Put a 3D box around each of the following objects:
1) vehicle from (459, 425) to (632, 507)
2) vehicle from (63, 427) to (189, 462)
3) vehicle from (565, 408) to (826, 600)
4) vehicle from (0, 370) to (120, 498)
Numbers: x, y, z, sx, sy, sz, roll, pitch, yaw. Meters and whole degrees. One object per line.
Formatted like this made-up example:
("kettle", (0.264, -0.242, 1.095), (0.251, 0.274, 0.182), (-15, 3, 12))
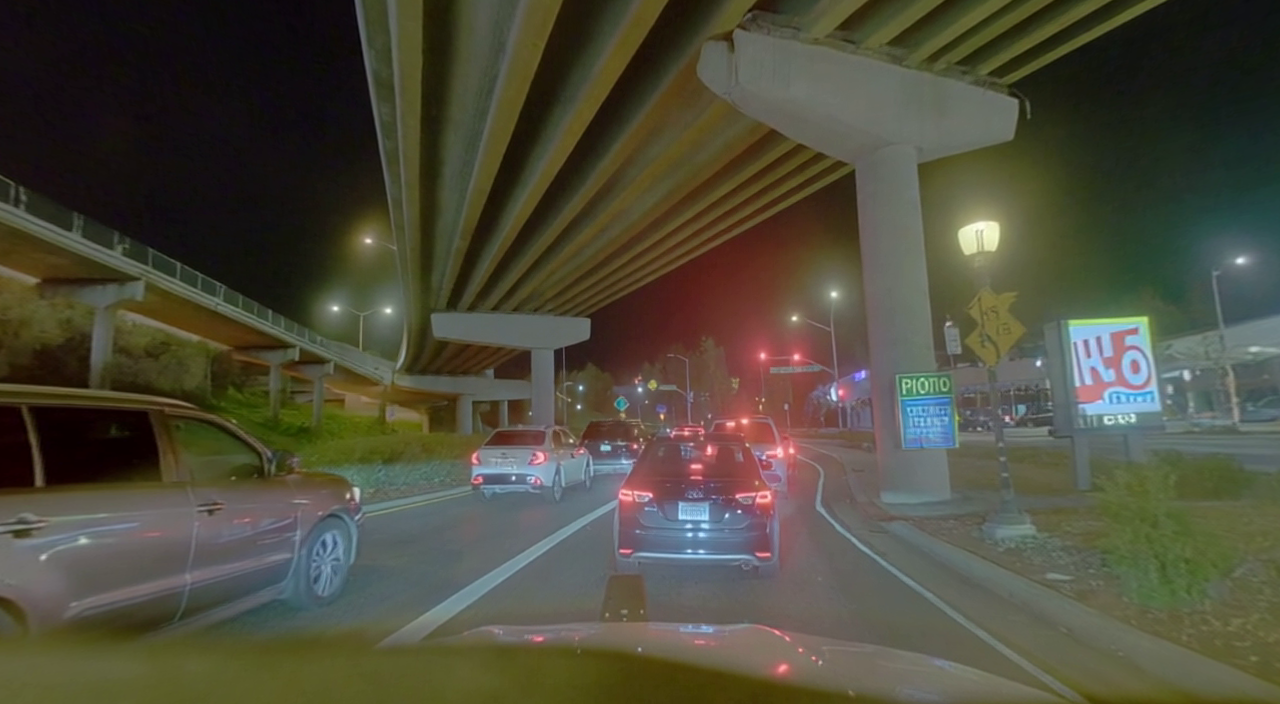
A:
("vehicle", (-1.878, 2.510, 14.402), (2.214, 1.519, 4.704), (-2, -9, 14))
("vehicle", (-31.460, 5.672, 38.825), (5.457, 2.021, 2.213), (2, -9, -13))
("vehicle", (0.770, 1.592, 7.567), (2.195, 1.571, 4.353), (-2, -8, 9))
("vehicle", (-24.374, 2.698, 19.064), (13.064, 3.755, 3.269), (-1, -8, -13))
